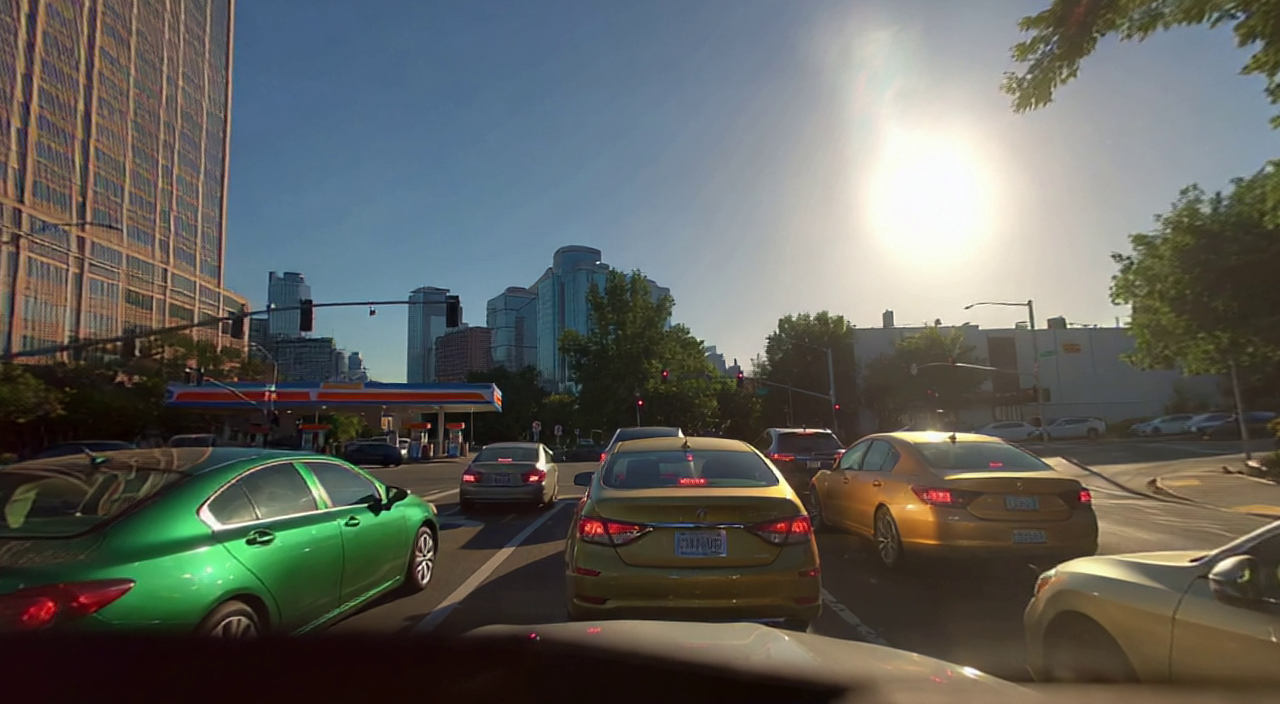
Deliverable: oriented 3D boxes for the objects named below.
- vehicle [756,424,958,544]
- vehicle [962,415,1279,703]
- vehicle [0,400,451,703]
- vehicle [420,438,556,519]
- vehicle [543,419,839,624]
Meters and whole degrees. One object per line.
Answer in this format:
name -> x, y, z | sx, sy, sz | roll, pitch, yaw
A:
vehicle -> 3.368, 2.128, 10.771 | 1.947, 1.630, 4.127 | 0, -9, 0
vehicle -> 4.171, 1.142, 3.637 | 1.950, 1.497, 4.686 | 0, -9, -3
vehicle -> -3.011, 1.260, 4.616 | 1.887, 1.493, 4.255 | 0, -9, 1
vehicle -> -3.078, 2.644, 13.701 | 1.867, 1.474, 4.237 | 0, -9, 0
vehicle -> 0.324, 1.592, 6.948 | 2.220, 1.507, 4.317 | 0, -9, -2
